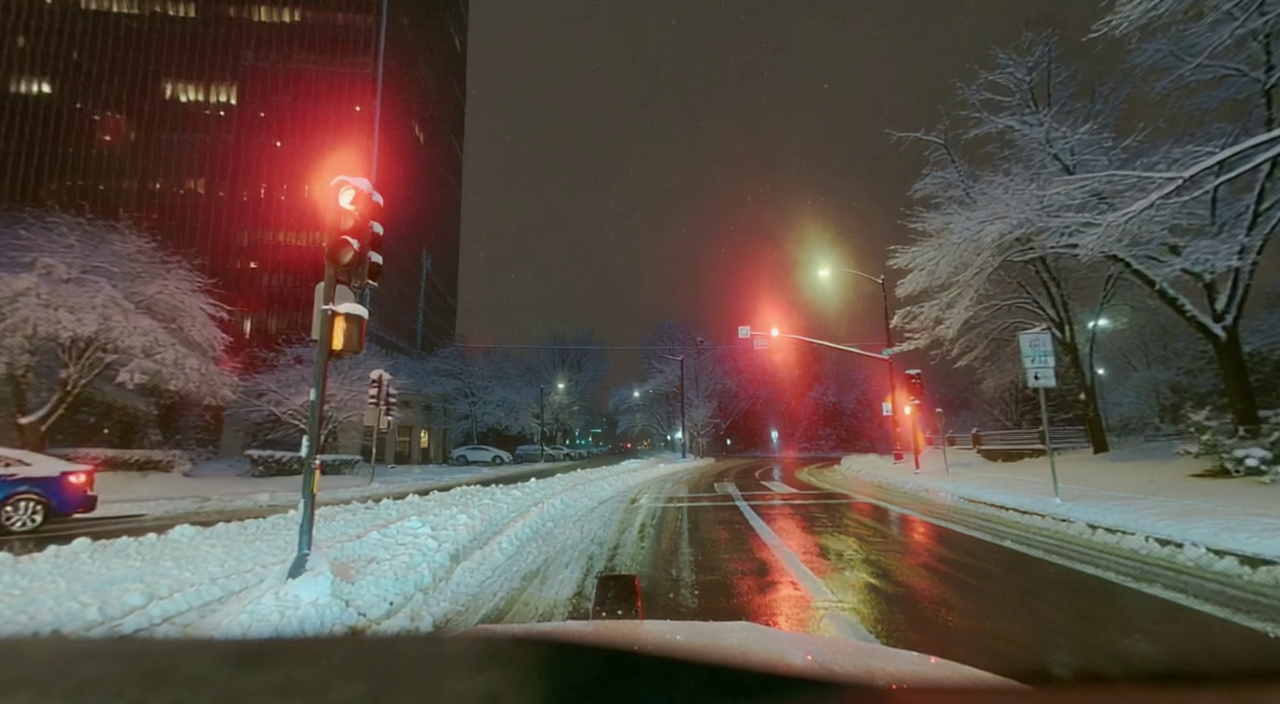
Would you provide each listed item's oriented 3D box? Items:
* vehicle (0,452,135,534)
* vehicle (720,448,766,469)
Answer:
[{"bbox_3d":[-12.860,2.714,12.264,4.598,1.490,1.816,7,-11,-40],"label":"vehicle"},{"bbox_3d":[7.842,8.124,48.417,1.829,1.440,4.384,2,-9,-14],"label":"vehicle"}]
